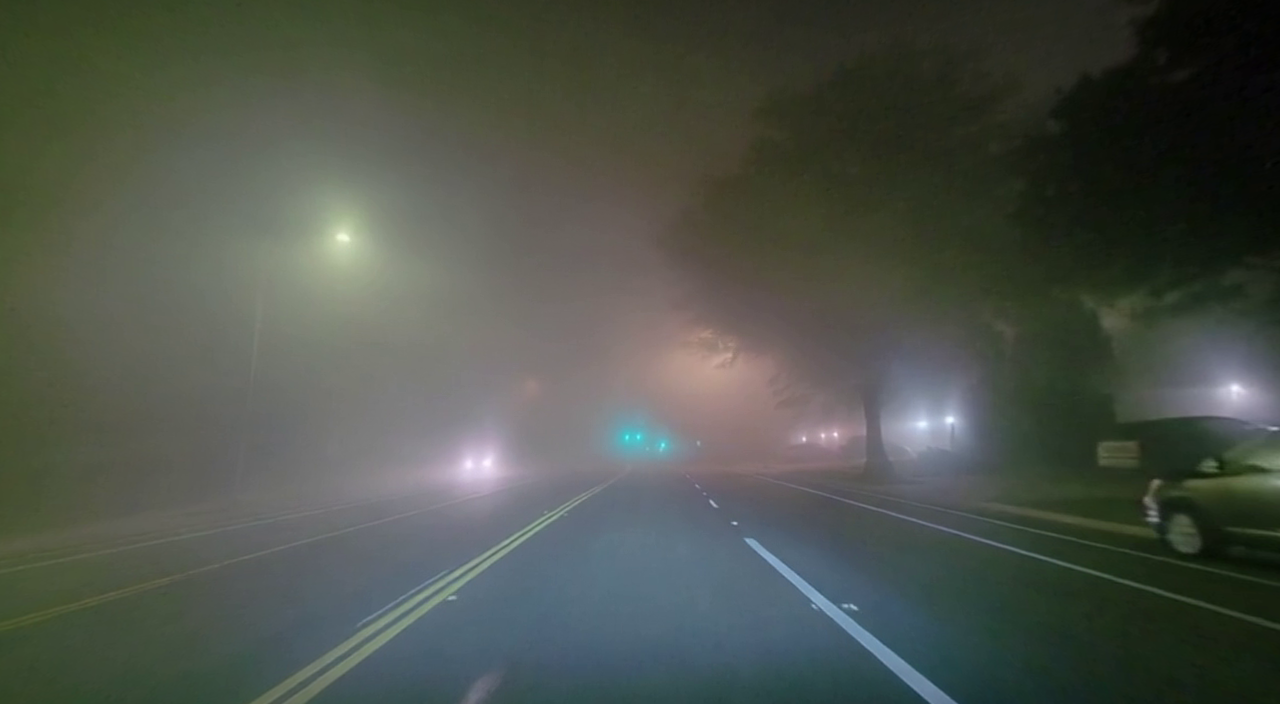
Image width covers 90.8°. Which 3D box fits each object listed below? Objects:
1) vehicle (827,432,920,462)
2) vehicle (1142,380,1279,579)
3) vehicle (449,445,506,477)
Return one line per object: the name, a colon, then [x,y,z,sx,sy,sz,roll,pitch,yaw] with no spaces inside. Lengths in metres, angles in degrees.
vehicle: [14.070,5.770,38.321,4.793,1.744,2.055,-1,-9,1]
vehicle: [7.443,1.153,5.560,2.040,1.970,4.753,0,-9,0]
vehicle: [-10.767,7.318,42.378,2.347,1.960,5.167,-2,-10,2]
